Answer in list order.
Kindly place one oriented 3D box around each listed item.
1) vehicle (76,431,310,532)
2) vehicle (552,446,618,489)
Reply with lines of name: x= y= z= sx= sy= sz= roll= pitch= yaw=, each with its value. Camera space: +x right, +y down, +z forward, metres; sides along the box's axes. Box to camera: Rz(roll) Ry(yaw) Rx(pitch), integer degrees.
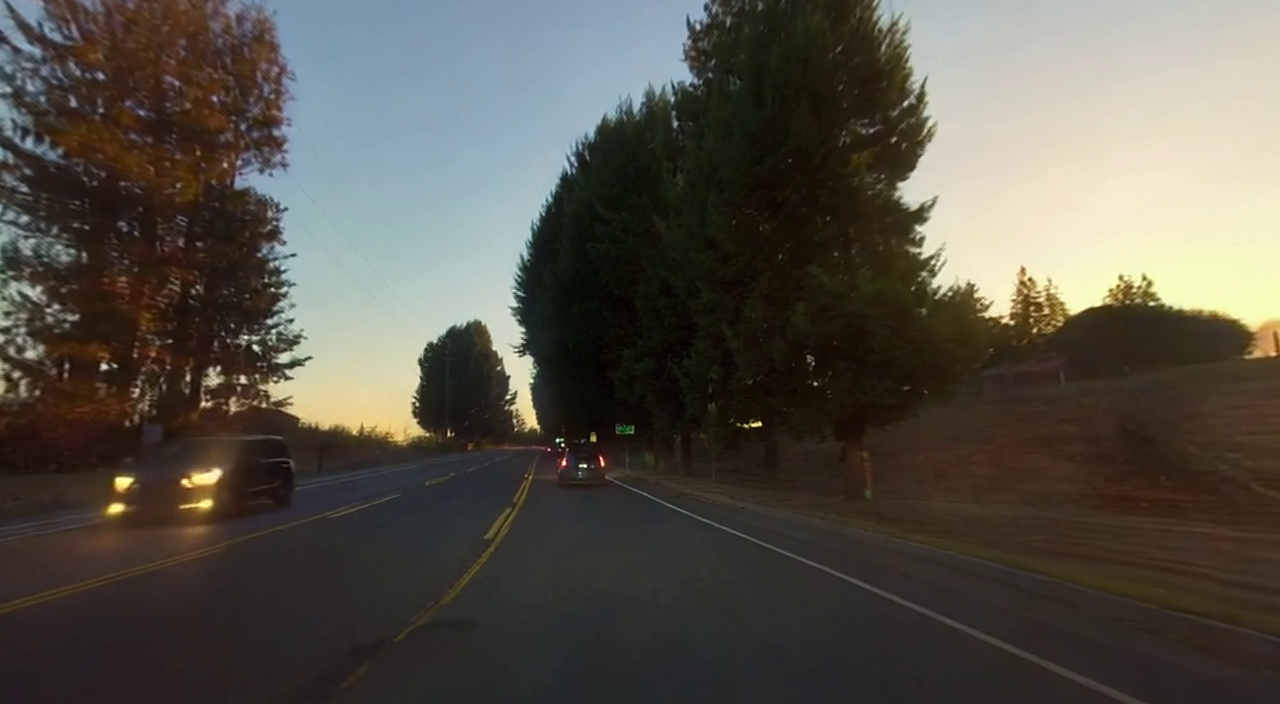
vehicle: x=-8.357 y=2.410 z=12.310 sx=1.894 sy=1.621 sz=3.900 roll=1 pitch=-8 yaw=-5
vehicle: x=-2.206 y=4.373 z=24.244 sx=2.296 sy=1.510 sz=4.068 roll=1 pitch=-9 yaw=-8
